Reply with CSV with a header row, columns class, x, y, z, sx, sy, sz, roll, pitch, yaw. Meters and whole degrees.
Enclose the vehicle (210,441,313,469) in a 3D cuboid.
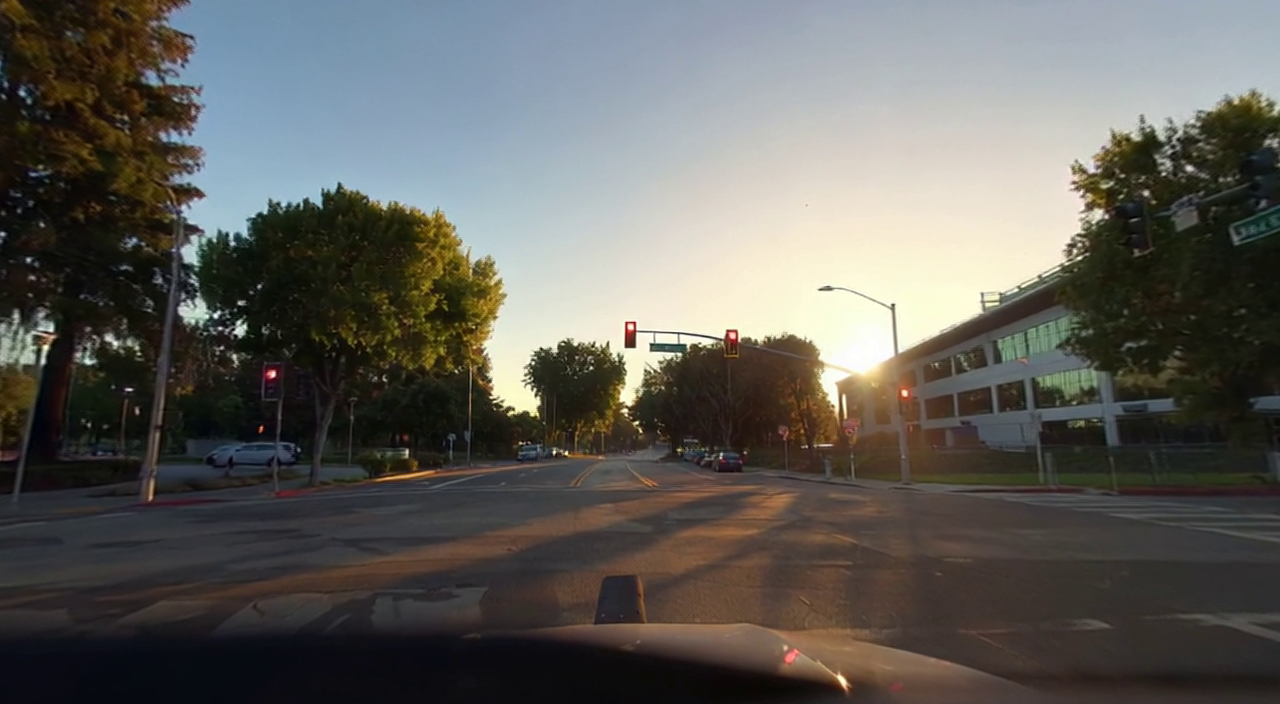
class,x,y,z,sx,sy,sz,roll,pitch,yaw
vehicle,-22.227,6.049,37.277,4.765,1.593,1.891,1,-9,-7
